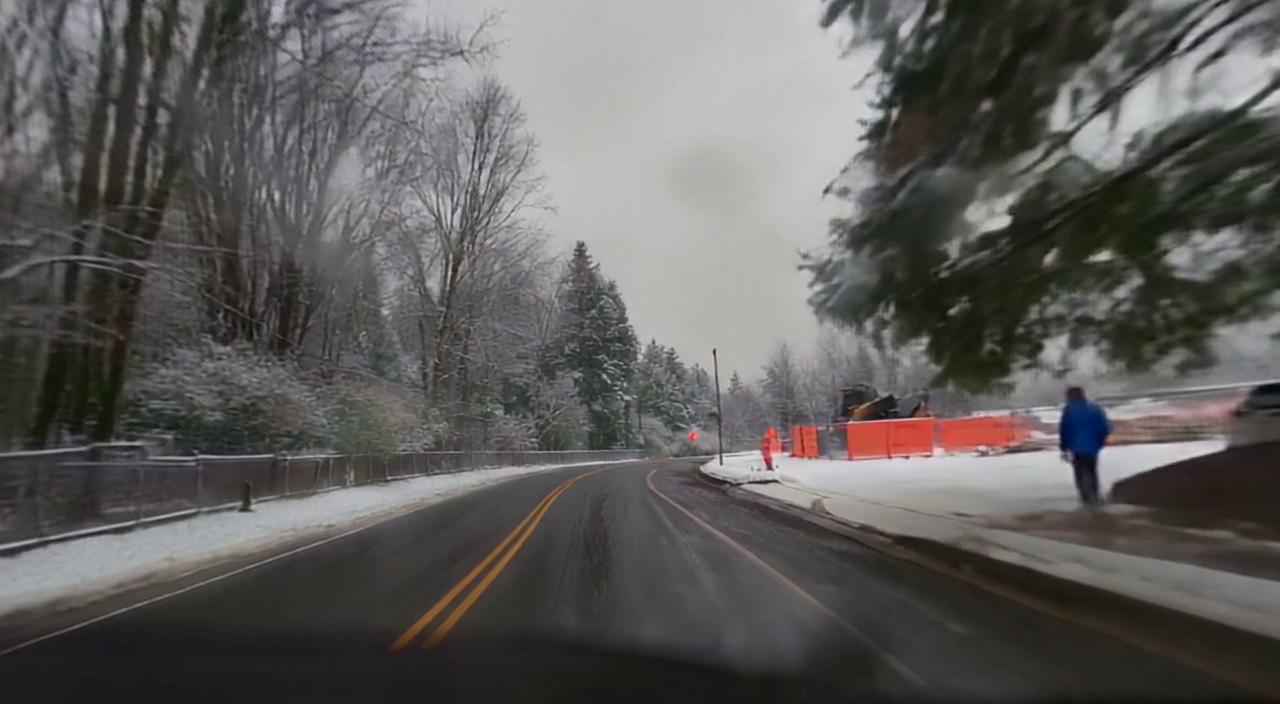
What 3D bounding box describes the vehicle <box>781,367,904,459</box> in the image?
[{"bbox_3d":[9.411,3.268,30.998,2.984,3.691,10.409,-2,-9,3],"label":"vehicle"}]
